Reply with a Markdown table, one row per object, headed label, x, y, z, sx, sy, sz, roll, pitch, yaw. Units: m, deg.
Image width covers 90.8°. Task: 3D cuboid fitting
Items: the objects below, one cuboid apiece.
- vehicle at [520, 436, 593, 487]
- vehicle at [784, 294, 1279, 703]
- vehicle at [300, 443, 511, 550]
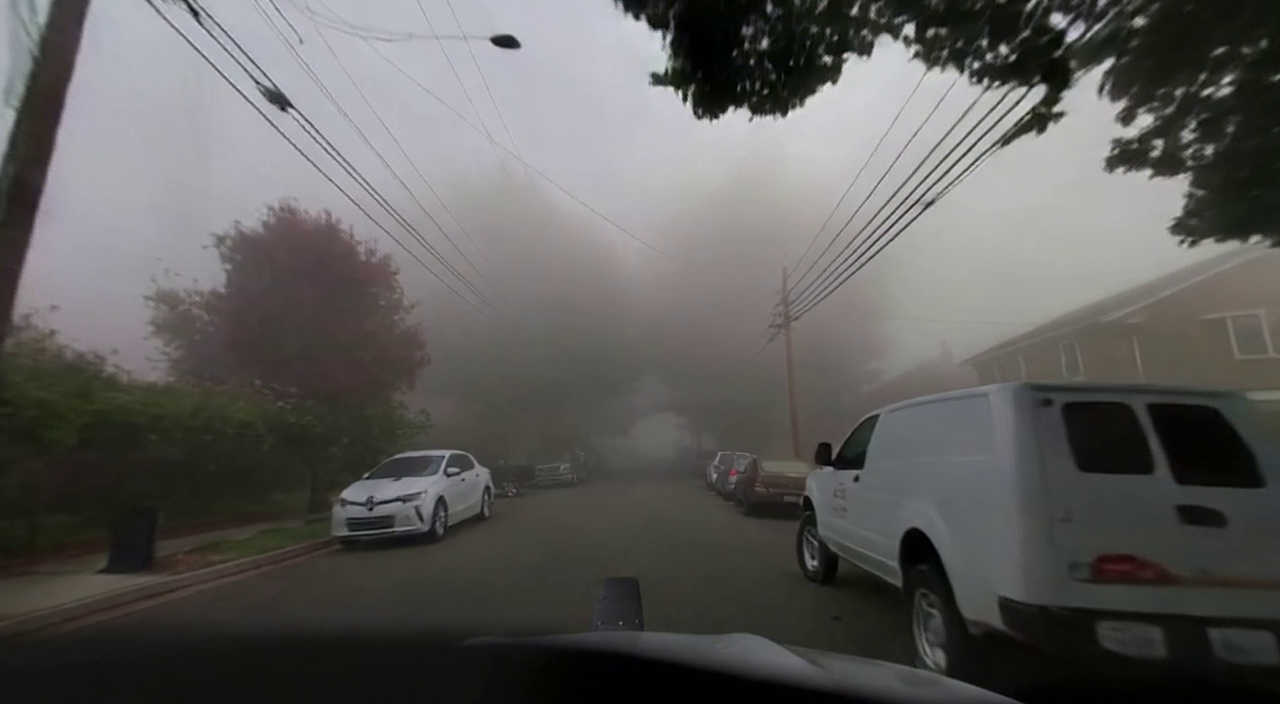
| label | x | y | z | sx | sy | sz | roll | pitch | yaw |
| --- | --- | --- | --- | --- | --- | --- | --- | --- | --- |
| vehicle | -3.432 | 4.608 | 27.068 | 2.280 | 1.953 | 5.092 | 0 | -8 | 1 |
| vehicle | 2.833 | 1.140 | 4.923 | 2.295 | 2.019 | 5.212 | 0 | -8 | 1 |
| vehicle | -3.952 | 2.475 | 11.701 | 1.988 | 1.541 | 4.686 | 0 | -8 | 2 |
